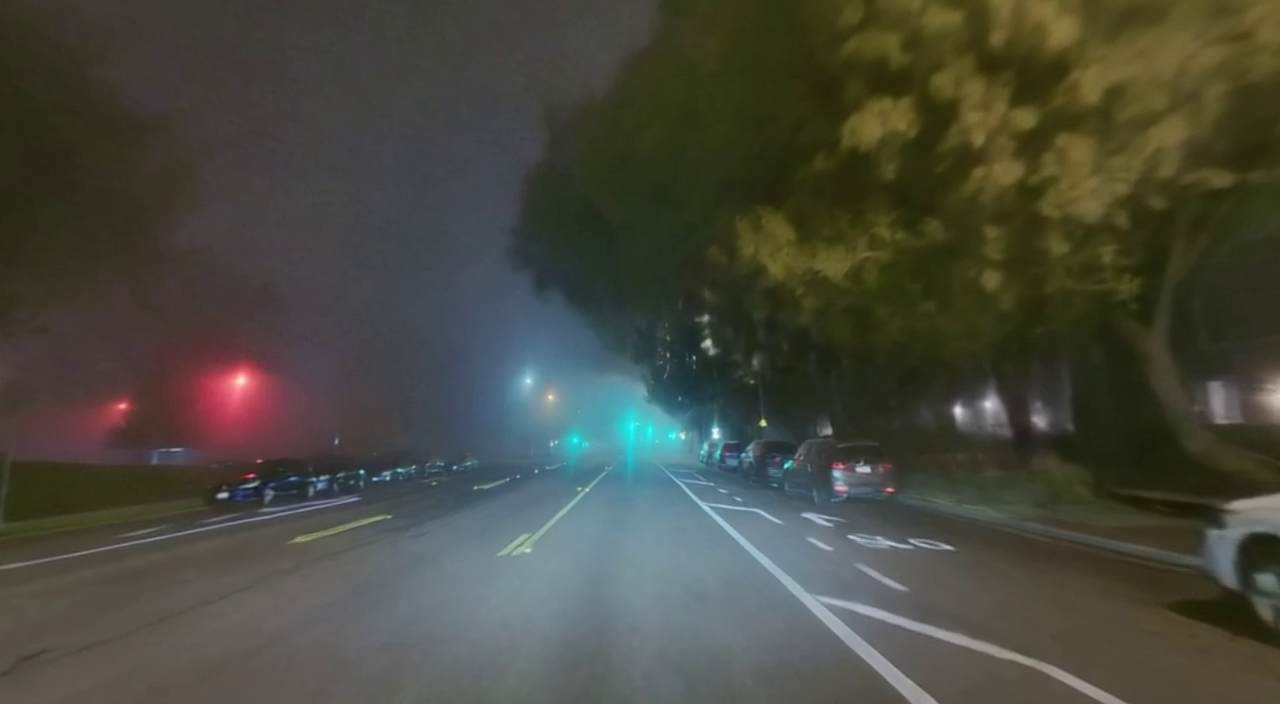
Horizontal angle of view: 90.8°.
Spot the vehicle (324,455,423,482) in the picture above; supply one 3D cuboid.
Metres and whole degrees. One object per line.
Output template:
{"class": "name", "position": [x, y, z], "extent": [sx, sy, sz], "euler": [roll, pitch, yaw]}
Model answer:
{"class": "vehicle", "position": [-15.443, 6.771, 36.877], "extent": [4.826, 1.491, 2.086], "euler": [0, -8, -3]}

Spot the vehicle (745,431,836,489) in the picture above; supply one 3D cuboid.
{"class": "vehicle", "position": [4.930, 3.606, 21.348], "extent": [2.028, 1.731, 4.241], "euler": [0, -8, 0]}

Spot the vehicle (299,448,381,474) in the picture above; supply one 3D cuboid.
{"class": "vehicle", "position": [-22.954, 8.314, 48.382], "extent": [5.368, 1.867, 2.307], "euler": [5, -10, -29]}

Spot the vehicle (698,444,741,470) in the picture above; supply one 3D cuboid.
{"class": "vehicle", "position": [4.645, 6.171, 37.500], "extent": [1.935, 1.433, 4.241], "euler": [0, -8, -1]}

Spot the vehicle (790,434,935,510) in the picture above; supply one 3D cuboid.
{"class": "vehicle", "position": [5.046, 2.755, 14.946], "extent": [1.837, 1.532, 3.886], "euler": [0, -8, -3]}
